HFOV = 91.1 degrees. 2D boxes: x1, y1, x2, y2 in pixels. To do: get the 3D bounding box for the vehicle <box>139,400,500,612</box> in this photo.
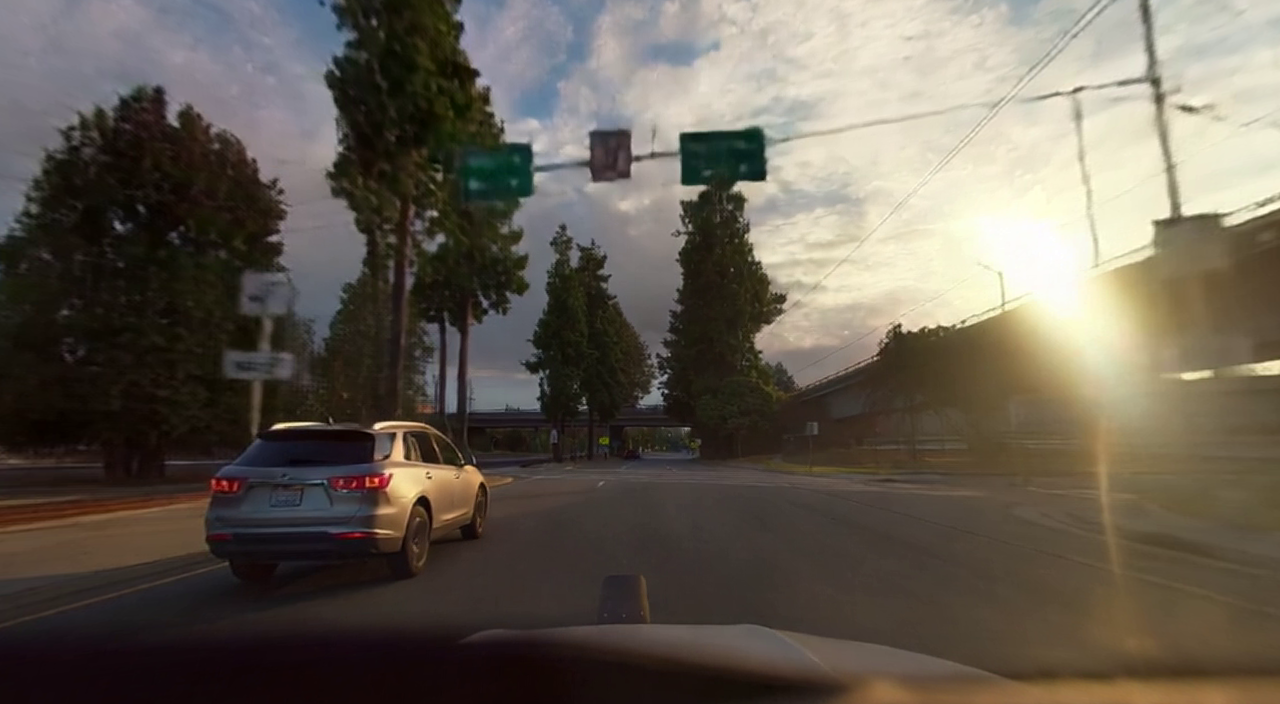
[{"bbox_3d":[-3.097,1.574,7.342,1.882,1.704,4.335,0,-8,1],"label":"vehicle"}]
